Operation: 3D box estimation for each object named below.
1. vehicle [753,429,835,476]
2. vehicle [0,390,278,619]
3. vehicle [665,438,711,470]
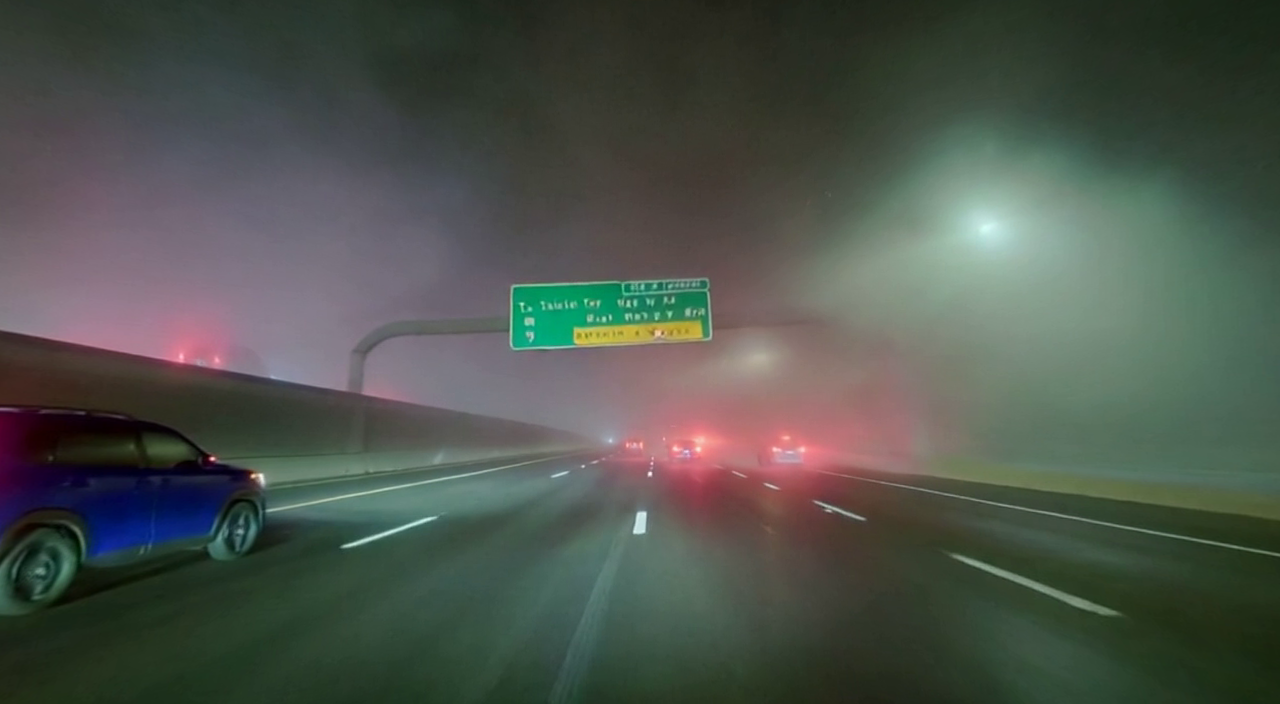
[{"bbox_3d":[6.125,4.069,25.790,2.184,1.712,4.856,0,-8,0],"label":"vehicle"},{"bbox_3d":[-5.607,1.274,5.756,2.000,1.646,4.201,0,-8,2],"label":"vehicle"},{"bbox_3d":[2.400,5.270,33.058,2.108,1.509,5.059,0,-8,1],"label":"vehicle"}]
